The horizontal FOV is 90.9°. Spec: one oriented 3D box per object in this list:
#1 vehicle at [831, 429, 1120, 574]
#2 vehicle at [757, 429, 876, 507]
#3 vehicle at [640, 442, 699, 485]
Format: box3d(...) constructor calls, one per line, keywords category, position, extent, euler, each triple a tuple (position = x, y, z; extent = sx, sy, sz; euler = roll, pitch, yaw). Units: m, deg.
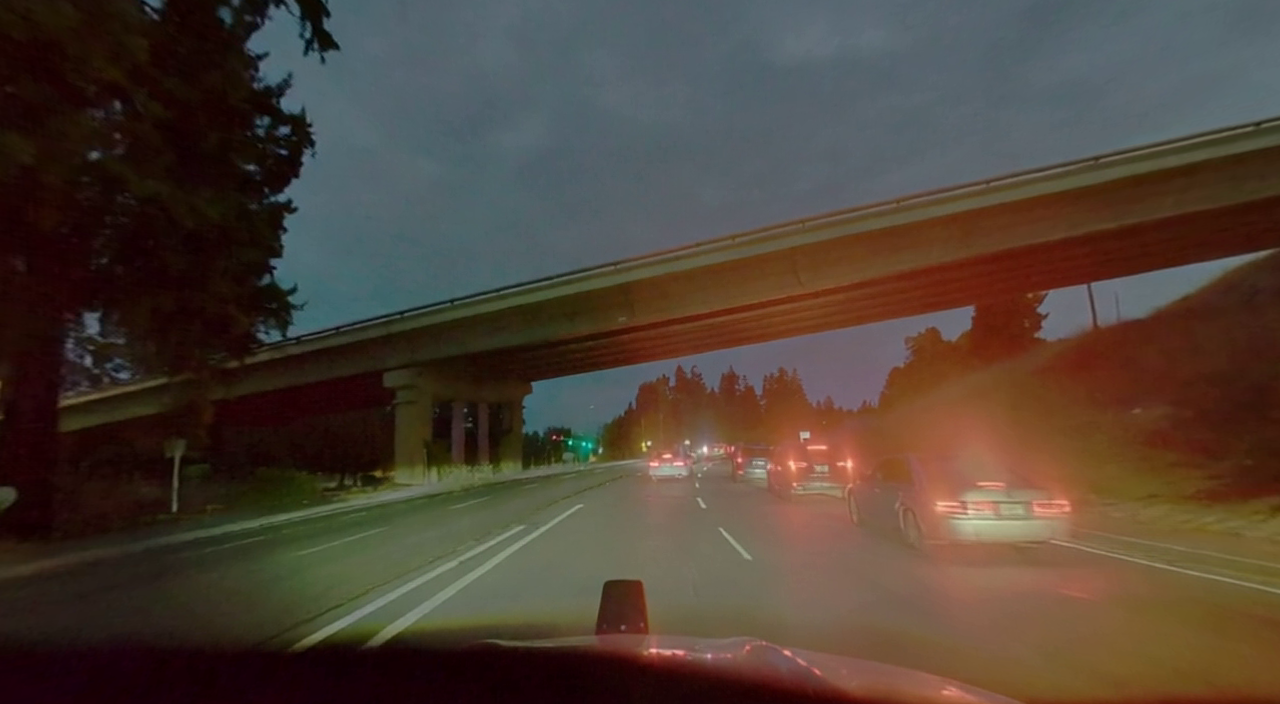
box3d(category="vehicle", position=(4.176, 1.895, 8.697), extent=(1.911, 1.525, 3.755), euler=(-1, -9, 1))
box3d(category="vehicle", position=(4.417, 2.981, 16.566), extent=(1.947, 1.745, 4.452), euler=(-1, -9, 2))
box3d(category="vehicle", position=(1.220, 4.253, 24.288), extent=(2.078, 1.506, 4.058), euler=(-1, -9, 5))
